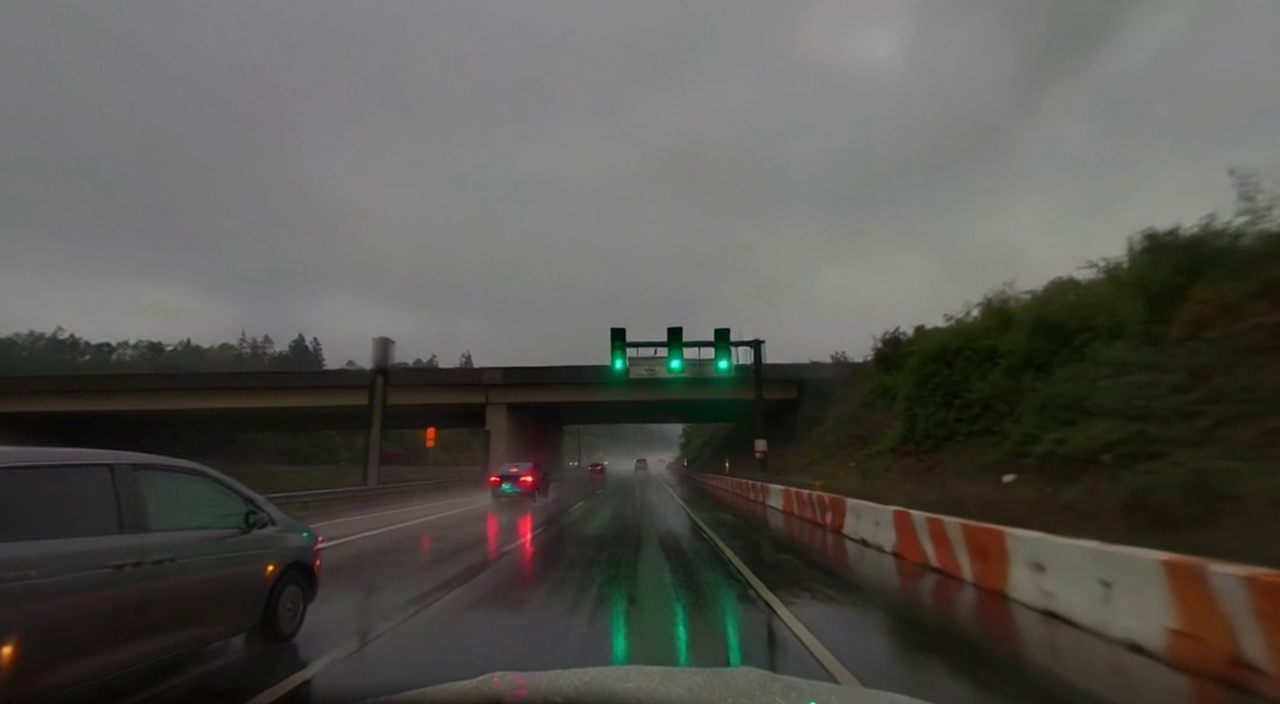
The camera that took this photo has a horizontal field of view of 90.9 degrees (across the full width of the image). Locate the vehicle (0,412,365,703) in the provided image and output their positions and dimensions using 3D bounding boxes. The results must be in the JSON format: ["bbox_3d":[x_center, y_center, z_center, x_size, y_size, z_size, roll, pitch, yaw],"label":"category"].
[{"bbox_3d":[-3.562,1.097,3.086,2.023,1.507,5.082,1,-10,1],"label":"vehicle"}]

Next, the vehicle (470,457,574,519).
[{"bbox_3d":[-3.091,3.666,17.288,1.992,1.466,3.690,0,-10,2],"label":"vehicle"}]
